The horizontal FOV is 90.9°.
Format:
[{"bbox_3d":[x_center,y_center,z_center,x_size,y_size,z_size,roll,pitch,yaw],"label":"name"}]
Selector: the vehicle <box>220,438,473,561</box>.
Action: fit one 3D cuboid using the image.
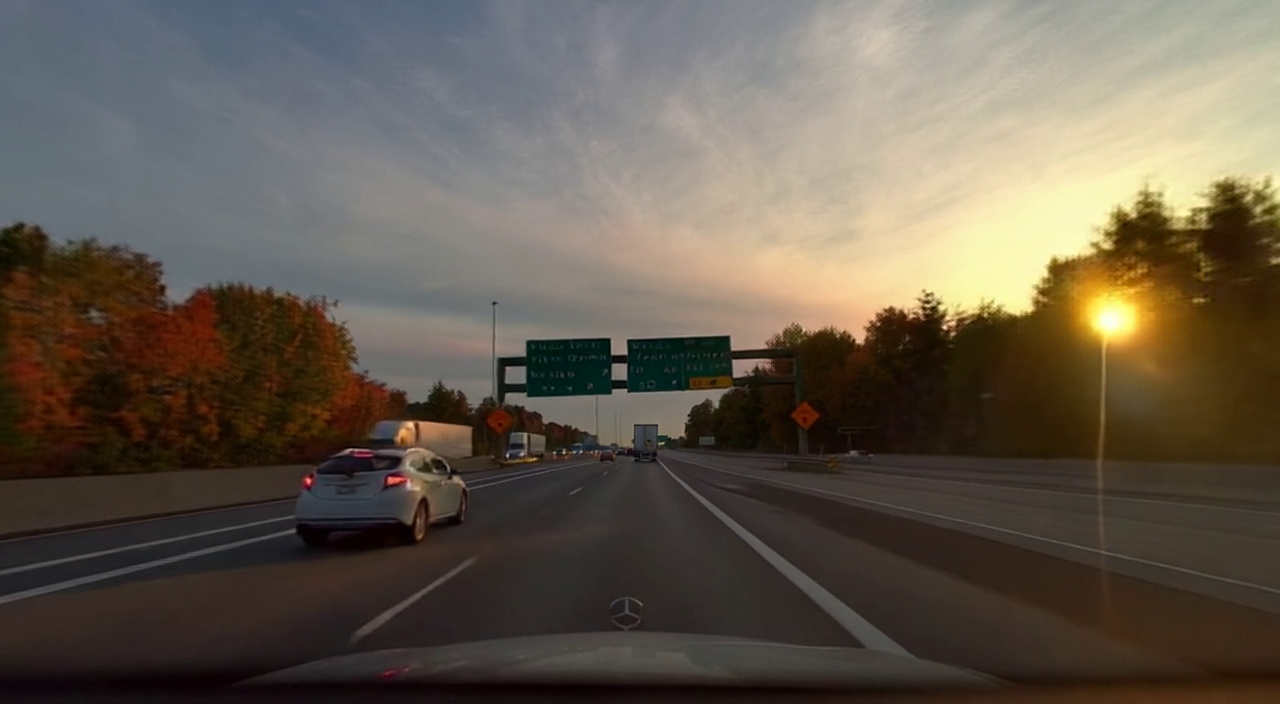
[{"bbox_3d":[-4.168,2.126,9.841,1.945,1.488,4.043,0,-9,1],"label":"vehicle"}]
